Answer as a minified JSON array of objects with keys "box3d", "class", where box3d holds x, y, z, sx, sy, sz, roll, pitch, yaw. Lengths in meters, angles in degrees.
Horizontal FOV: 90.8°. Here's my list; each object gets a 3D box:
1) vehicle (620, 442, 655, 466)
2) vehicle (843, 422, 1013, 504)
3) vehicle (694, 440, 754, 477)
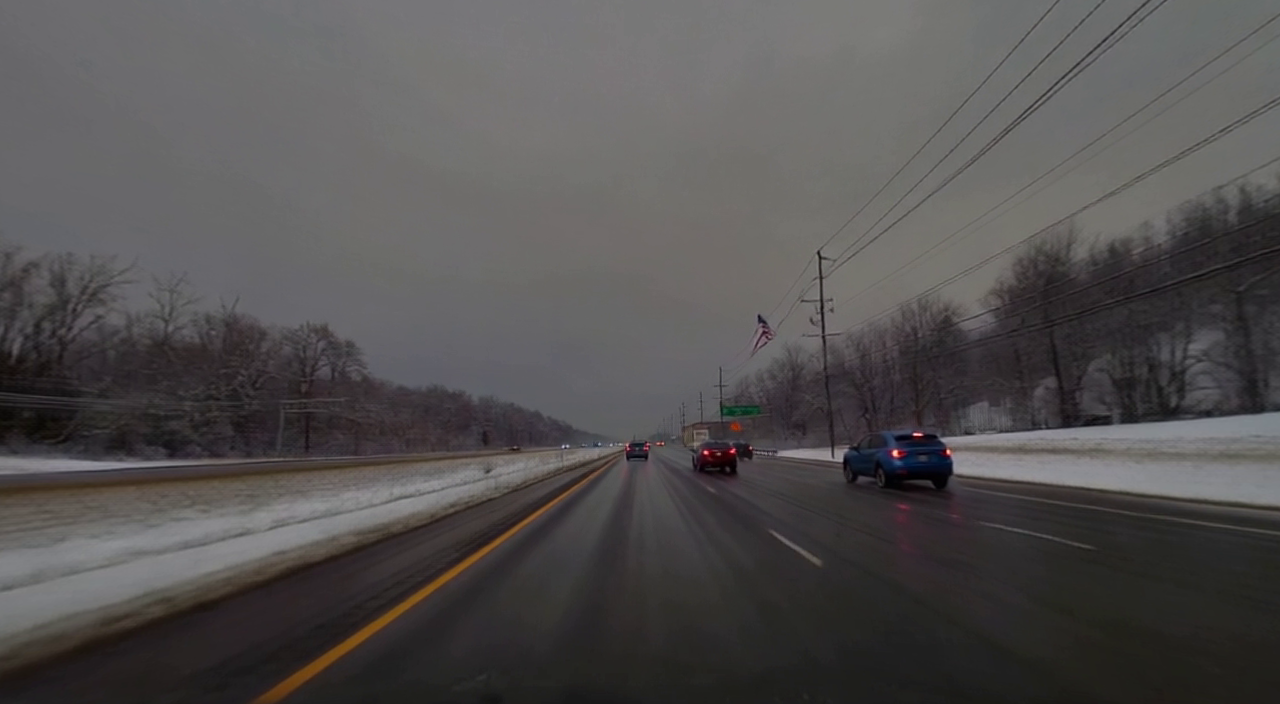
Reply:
[{"box3d":[-0.179,6.428,40.057,2.085,1.449,3.860,0,-8,-1],"class":"vehicle"},{"box3d":[7.249,2.835,16.615,2.114,1.800,4.779,0,-8,-1],"class":"vehicle"},{"box3d":[3.627,4.677,28.107,1.978,1.488,4.252,0,-8,-2],"class":"vehicle"}]
